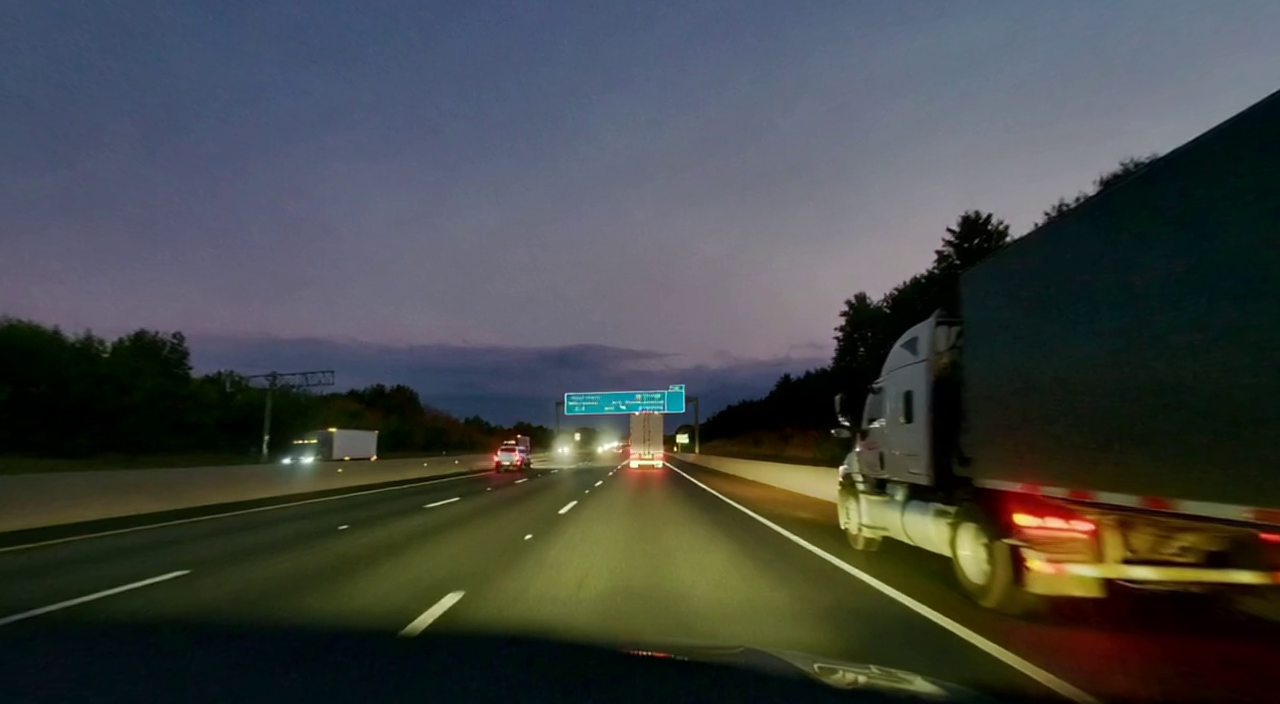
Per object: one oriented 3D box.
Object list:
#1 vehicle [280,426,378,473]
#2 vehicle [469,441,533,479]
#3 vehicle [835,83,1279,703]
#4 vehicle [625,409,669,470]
[{"bbox_3d":[-24.045,7.676,49.464,2.944,3.338,9.147,0,-9,0],"label":"vehicle"},{"bbox_3d":[-6.813,5.351,31.460,2.119,1.754,4.404,0,-9,1],"label":"vehicle"},{"bbox_3d":[3.902,0.633,4.781,2.442,2.717,7.729,-1,-10,1],"label":"vehicle"},{"bbox_3d":[0.464,6.939,48.971,2.901,4.032,14.338,0,-9,0],"label":"vehicle"}]
